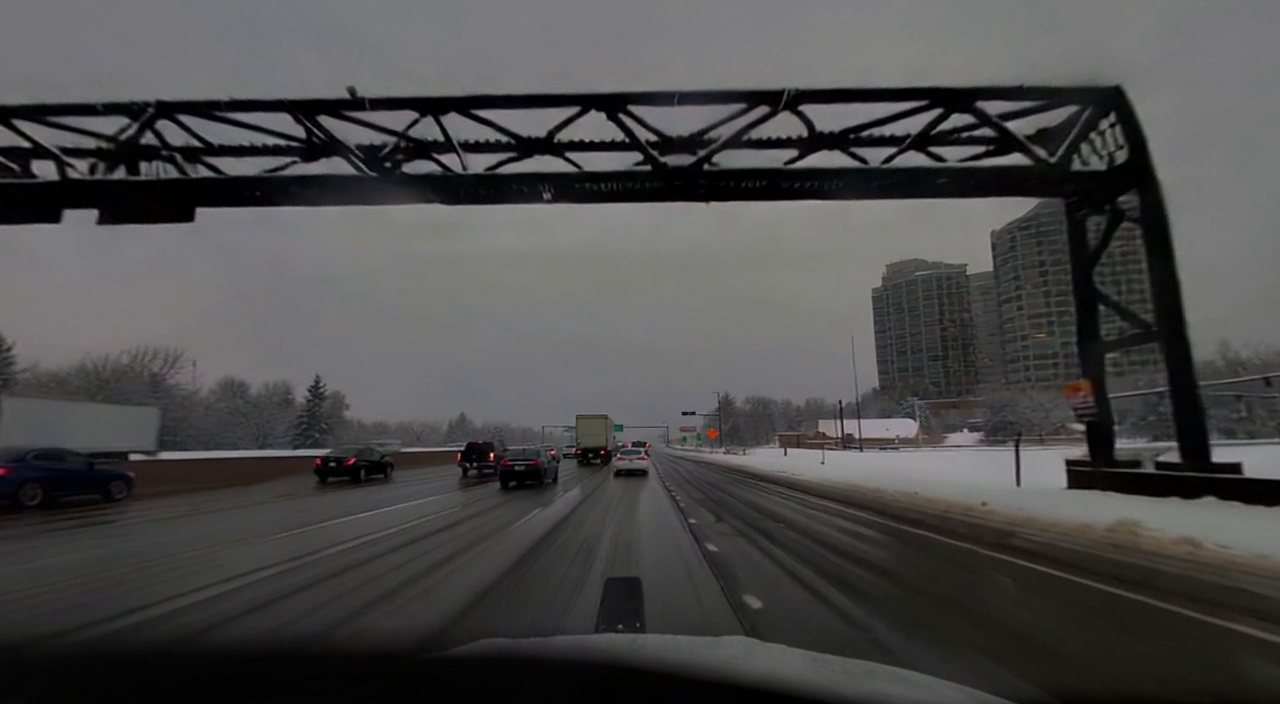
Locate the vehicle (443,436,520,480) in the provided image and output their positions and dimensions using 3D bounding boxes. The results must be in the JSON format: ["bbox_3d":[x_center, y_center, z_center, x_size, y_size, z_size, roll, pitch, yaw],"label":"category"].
[{"bbox_3d":[-7.057,4.793,28.693,2.190,1.821,4.800,0,-9,1],"label":"vehicle"}]

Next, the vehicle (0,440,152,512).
[{"bbox_3d":[-14.392,2.845,14.823,1.948,1.483,4.814,0,-9,0],"label":"vehicle"}]

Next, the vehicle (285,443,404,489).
[{"bbox_3d":[-10.592,4.099,23.064,1.987,1.495,4.710,0,-9,1],"label":"vehicle"}]

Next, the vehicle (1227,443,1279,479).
[{"bbox_3d":[28.908,4.933,28.713,2.059,1.507,4.352,-5,-10,30],"label":"vehicle"}]

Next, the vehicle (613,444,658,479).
[{"bbox_3d":[-0.205,5.134,29.744,1.991,1.488,3.922,0,-9,0],"label":"vehicle"}]

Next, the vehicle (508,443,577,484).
[{"bbox_3d":[-3.838,4.483,25.564,2.016,1.497,4.235,0,-9,1],"label":"vehicle"}]

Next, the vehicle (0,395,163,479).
[{"bbox_3d":[-30.131,4.357,31.833,2.988,3.703,11.460,0,-9,0],"label":"vehicle"}]
